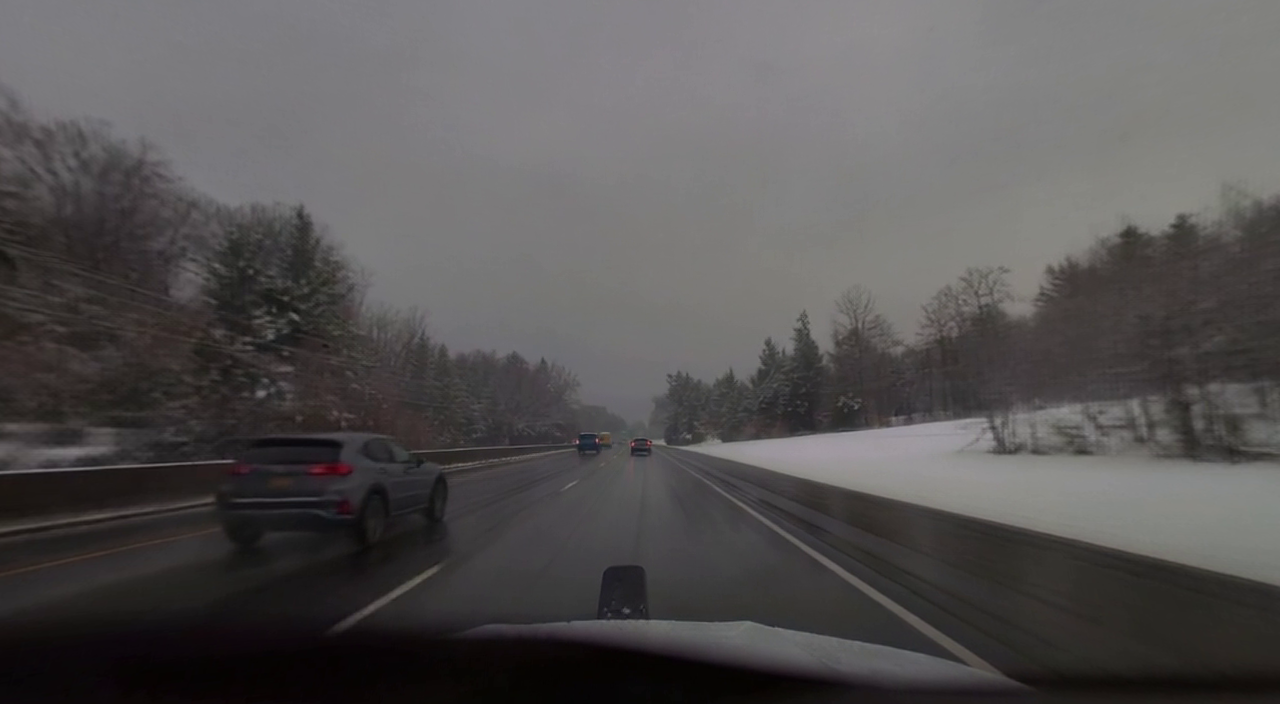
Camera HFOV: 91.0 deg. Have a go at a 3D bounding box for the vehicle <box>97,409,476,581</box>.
[{"bbox_3d":[-3.877,1.653,8.181,2.190,1.571,4.643,0,-8,1],"label":"vehicle"}]
